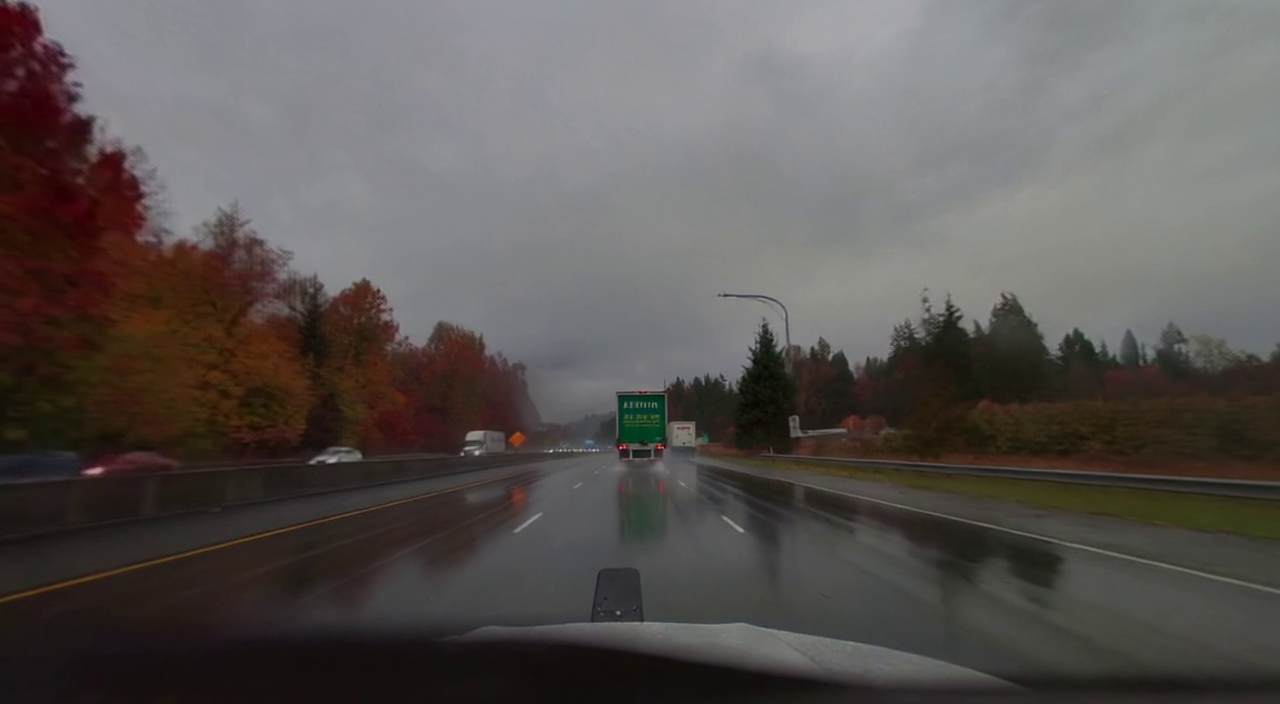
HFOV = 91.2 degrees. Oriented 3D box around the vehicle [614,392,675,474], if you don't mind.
[{"bbox_3d":[0.189,4.858,36.679,3.057,4.073,10.792,0,-9,0],"label":"vehicle"}]
